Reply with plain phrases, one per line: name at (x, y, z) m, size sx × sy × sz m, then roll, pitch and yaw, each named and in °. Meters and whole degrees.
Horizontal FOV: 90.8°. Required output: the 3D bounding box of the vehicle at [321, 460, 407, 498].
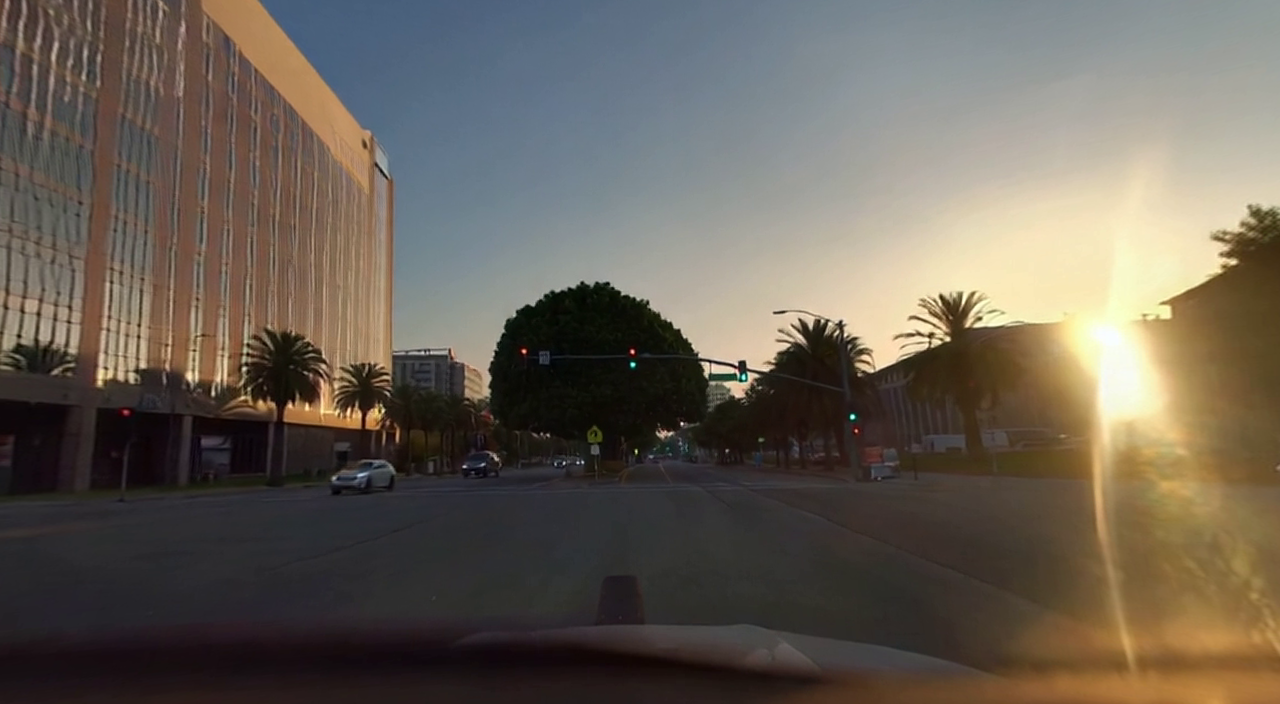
vehicle at (-12.825, 5.902, 29.684) m, size 2.038 × 1.624 × 4.292 m, roll 0°, pitch -9°, yaw 0°
